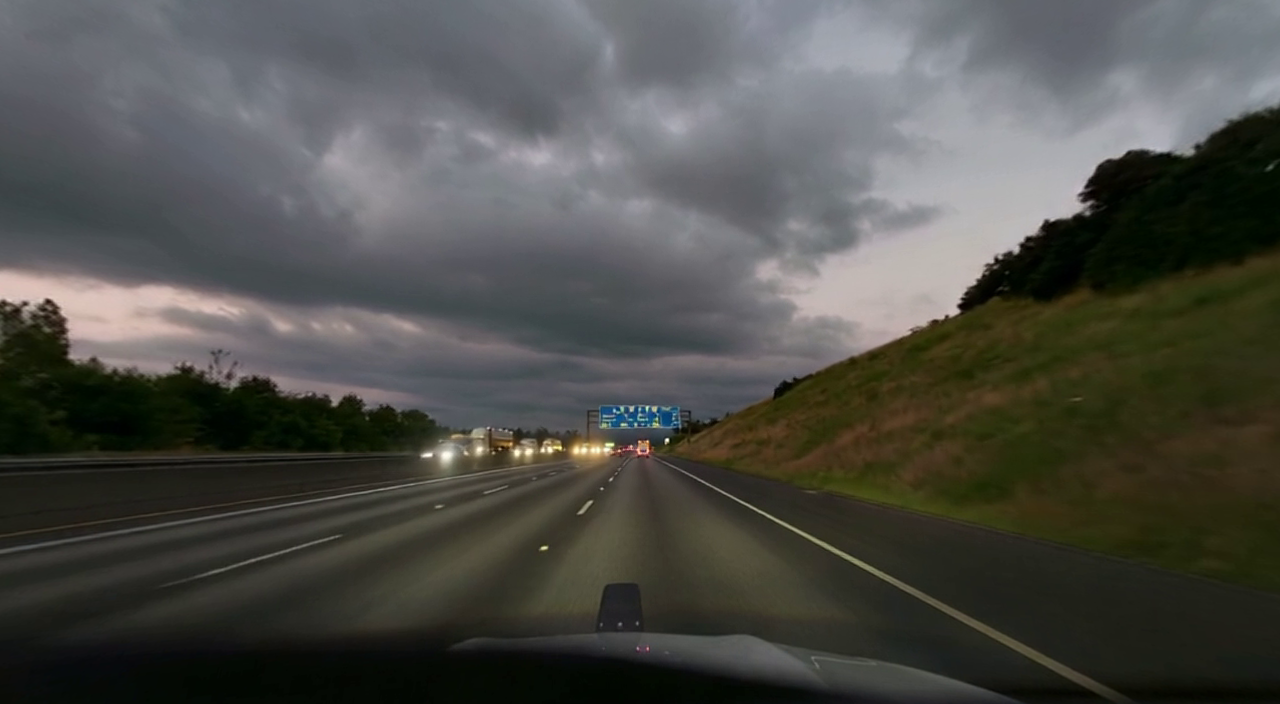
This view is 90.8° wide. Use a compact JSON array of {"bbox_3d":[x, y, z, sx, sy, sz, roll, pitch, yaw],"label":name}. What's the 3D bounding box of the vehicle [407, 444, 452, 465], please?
[{"bbox_3d":[-16.039,7.838,48.239,1.918,1.483,4.211,0,-9,1],"label":"vehicle"}]
